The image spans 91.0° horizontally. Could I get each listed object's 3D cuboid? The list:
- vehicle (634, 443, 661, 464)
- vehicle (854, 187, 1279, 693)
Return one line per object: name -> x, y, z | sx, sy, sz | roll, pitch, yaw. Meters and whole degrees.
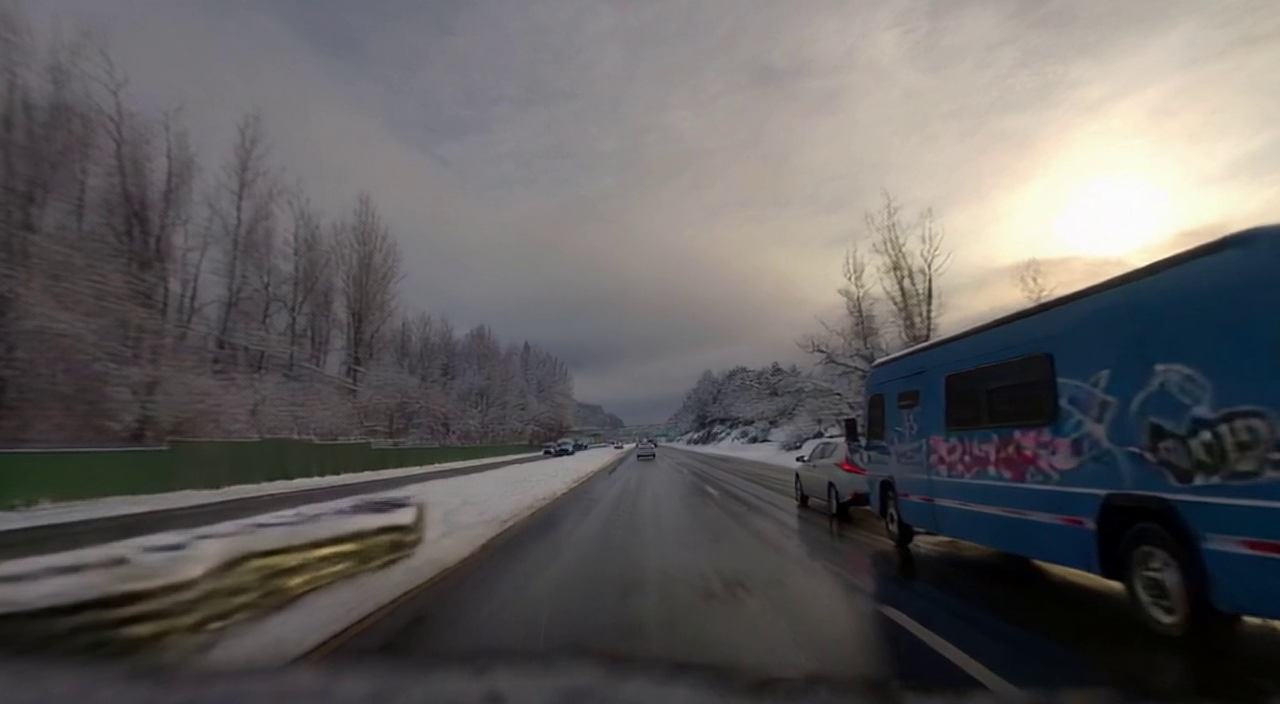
vehicle -> 0.530, 7.911, 49.391 | 2.030, 1.572, 4.067 | 0, -8, 0
vehicle -> 4.732, 0.881, 6.178 | 2.712, 2.659, 6.992 | 0, -8, 0
